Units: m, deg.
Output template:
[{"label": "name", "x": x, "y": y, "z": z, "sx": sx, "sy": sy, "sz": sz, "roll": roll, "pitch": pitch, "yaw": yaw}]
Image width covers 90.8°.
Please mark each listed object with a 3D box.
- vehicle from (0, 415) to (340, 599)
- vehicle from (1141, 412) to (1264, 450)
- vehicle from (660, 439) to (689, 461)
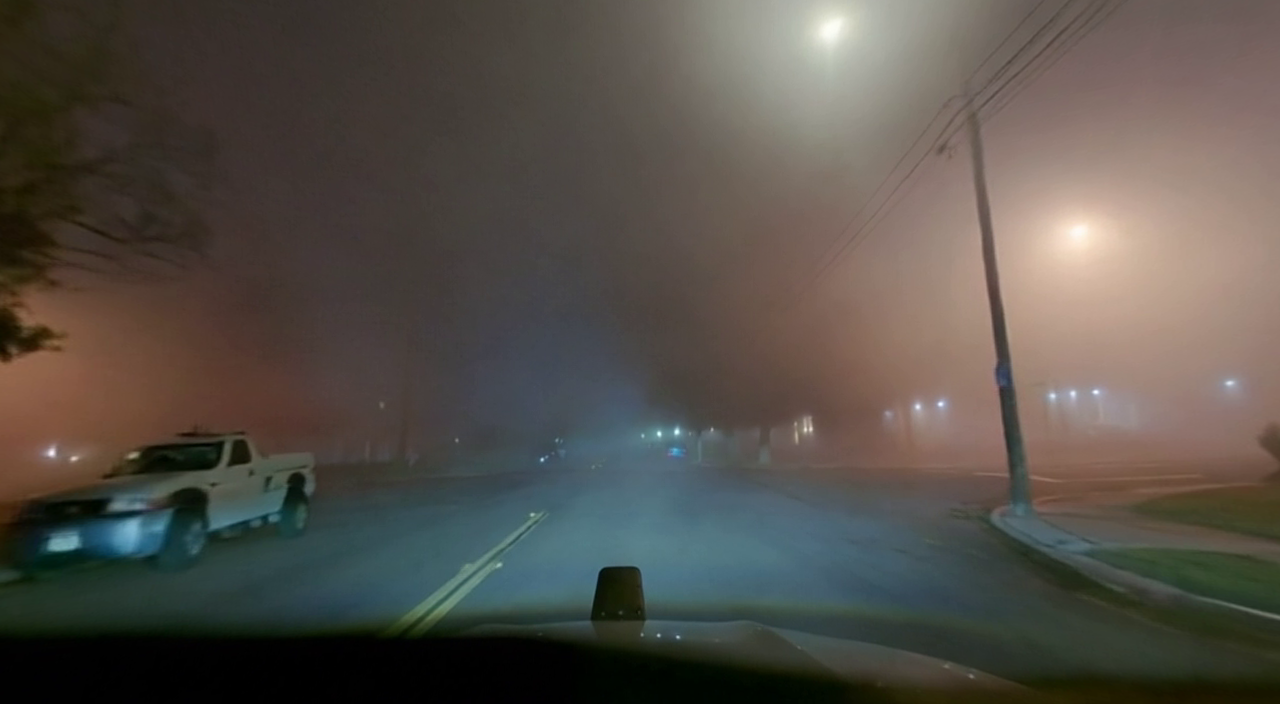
[{"label": "vehicle", "x": -6.158, "y": 1.907, "z": 8.979, "sx": 2.087, "sy": 1.835, "sz": 4.445, "roll": -2, "pitch": -7, "yaw": -7}, {"label": "vehicle", "x": 29.691, "y": 4.143, "z": 33.596, "sx": 1.923, "sy": 1.805, "sz": 4.876, "roll": -2, "pitch": -6, "yaw": -1}, {"label": "vehicle", "x": 2.684, "y": 7.716, "z": 49.880, "sx": 1.896, "sy": 1.602, "sz": 4.571, "roll": 0, "pitch": -8, "yaw": -1}]
